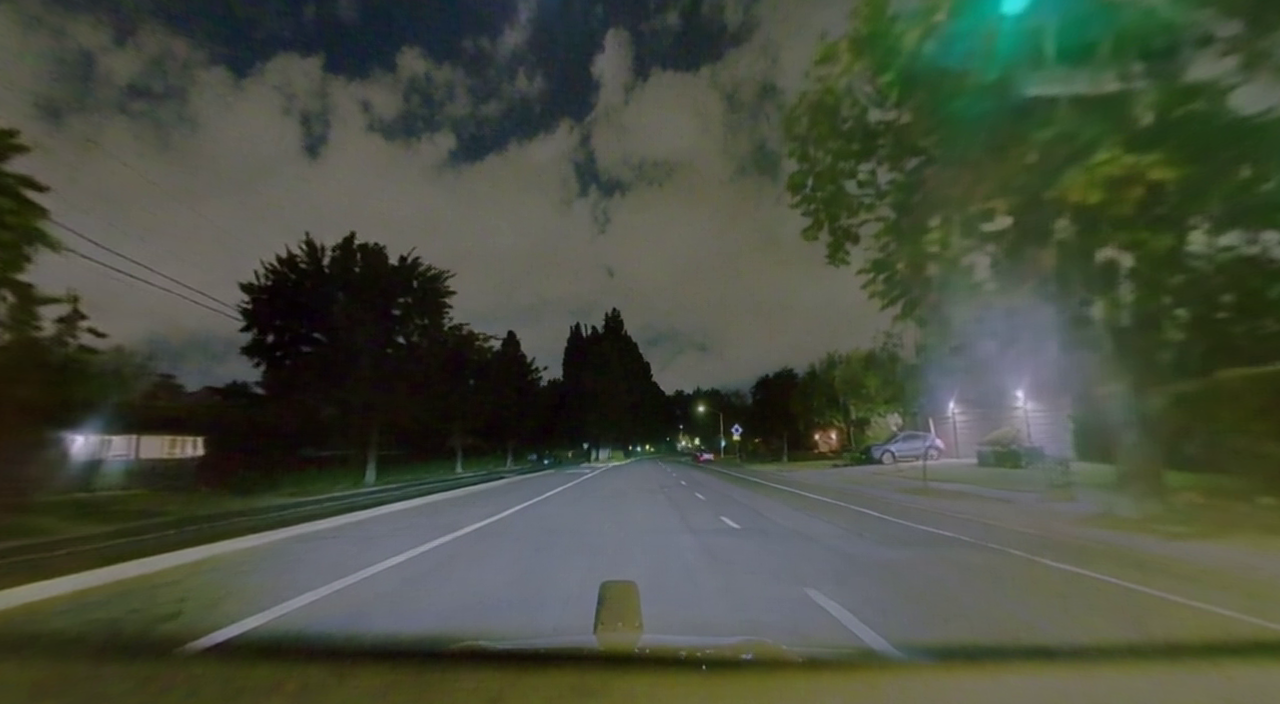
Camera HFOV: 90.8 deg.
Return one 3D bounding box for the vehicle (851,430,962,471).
[{"bbox_3d":[13.551,5.034,32.385,4.711,1.979,2.019,-1,-8,4],"label":"vehicle"}]
